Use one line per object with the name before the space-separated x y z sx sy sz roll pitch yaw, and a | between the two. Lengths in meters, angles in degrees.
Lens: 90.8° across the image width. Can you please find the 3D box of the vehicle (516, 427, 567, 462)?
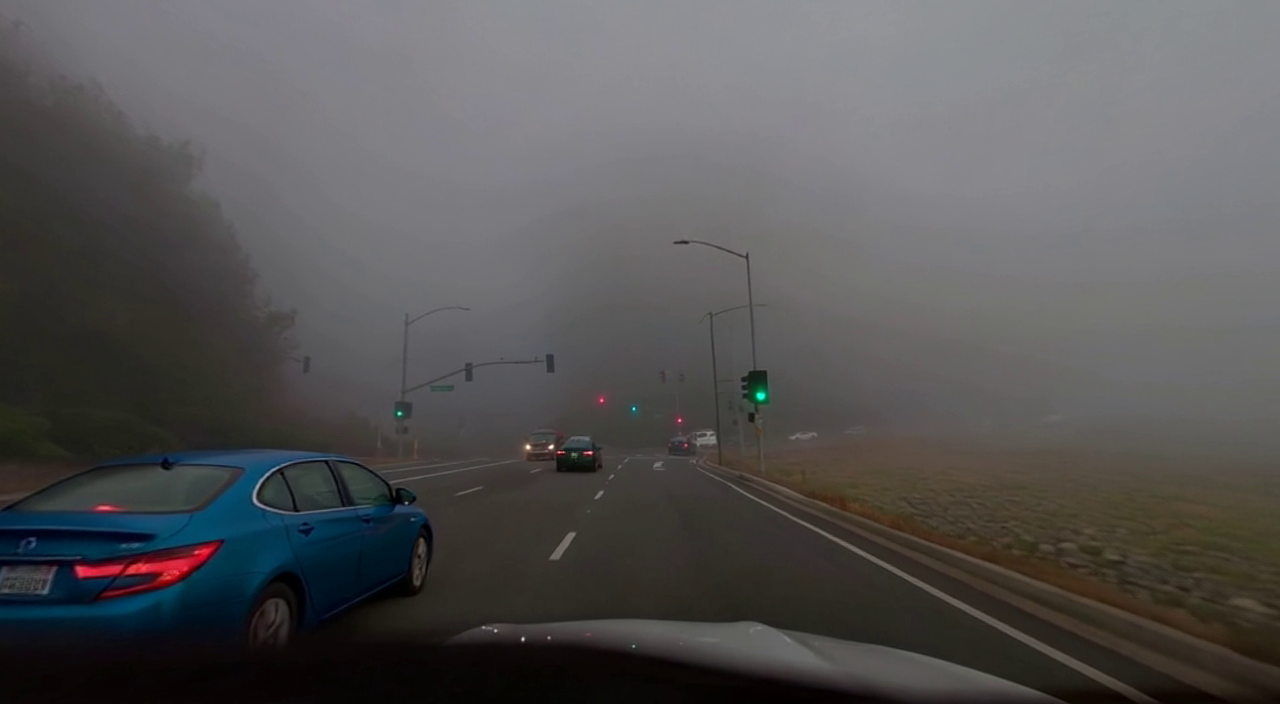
vehicle | -6.111 5.866 39.919 2.390 2.020 5.085 0 -9 0

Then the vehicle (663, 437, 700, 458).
vehicle | 2.999 6.781 44.778 1.945 1.410 4.284 -2 -9 12

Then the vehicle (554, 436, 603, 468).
vehicle | -2.996 5.004 31.743 1.979 1.492 3.930 0 -9 1
